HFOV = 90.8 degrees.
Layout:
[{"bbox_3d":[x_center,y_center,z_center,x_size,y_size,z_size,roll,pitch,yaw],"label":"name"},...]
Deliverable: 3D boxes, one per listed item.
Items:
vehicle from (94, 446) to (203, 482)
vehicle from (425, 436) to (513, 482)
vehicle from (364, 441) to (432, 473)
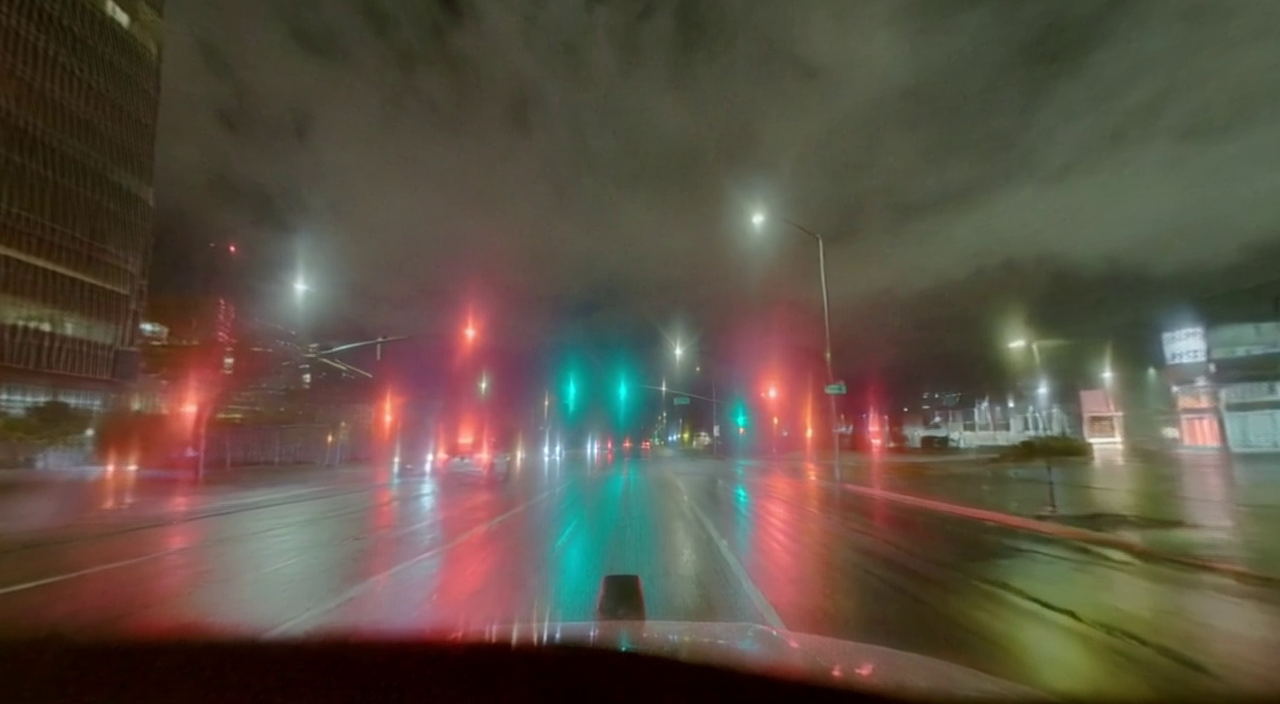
[{"bbox_3d":[-31.015,7.068,39.993,4.957,1.928,2.203,-2,-8,-5],"label":"vehicle"},{"bbox_3d":[-6.947,4.392,26.270,2.262,1.708,4.466,-1,-9,2],"label":"vehicle"},{"bbox_3d":[-14.661,6.401,38.591,2.167,1.787,4.882,-1,-9,1],"label":"vehicle"}]
